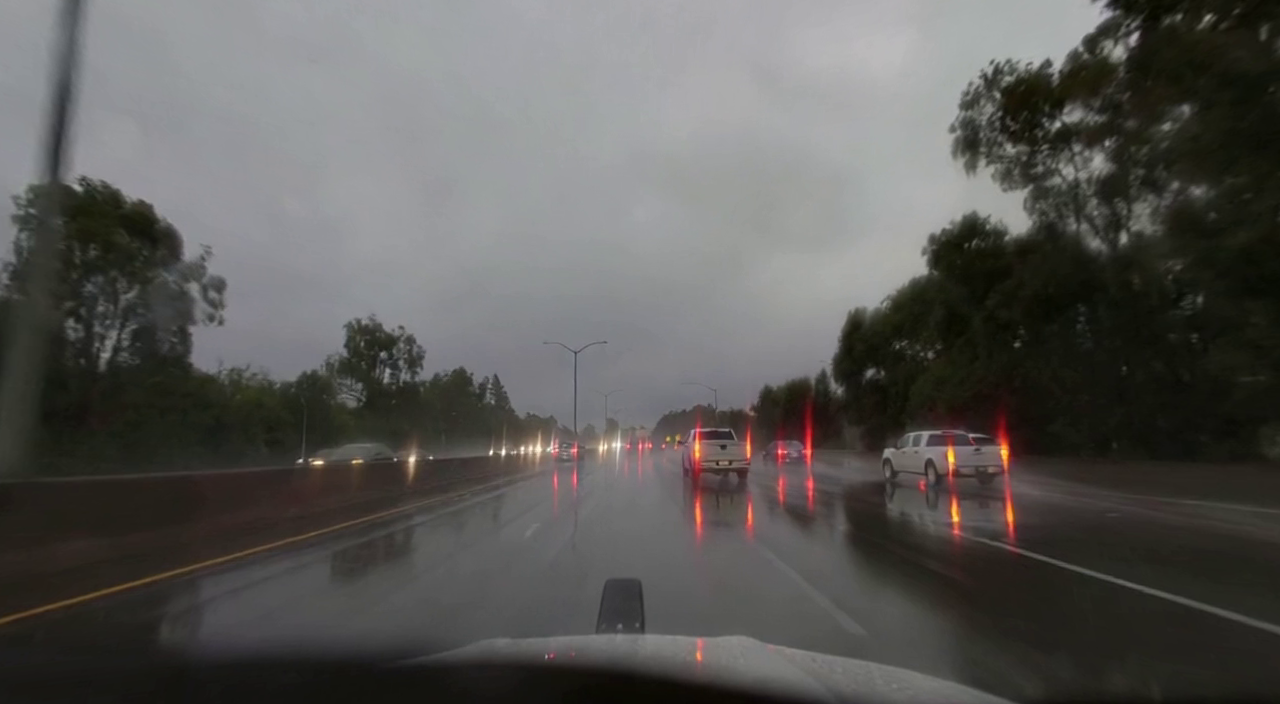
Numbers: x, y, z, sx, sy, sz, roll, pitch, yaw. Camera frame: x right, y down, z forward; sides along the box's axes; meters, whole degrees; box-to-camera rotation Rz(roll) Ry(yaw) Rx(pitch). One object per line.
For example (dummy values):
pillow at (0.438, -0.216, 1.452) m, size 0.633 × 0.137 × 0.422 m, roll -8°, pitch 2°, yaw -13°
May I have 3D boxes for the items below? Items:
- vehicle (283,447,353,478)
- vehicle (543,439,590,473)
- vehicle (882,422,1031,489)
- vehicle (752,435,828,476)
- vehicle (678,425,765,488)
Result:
vehicle at (-15.562, 5.345, 30.727) m, size 1.642 × 1.358 × 3.384 m, roll -1°, pitch -8°, yaw -1°
vehicle at (-3.813, 5.476, 33.441) m, size 1.992 × 1.651 × 4.185 m, roll 0°, pitch -8°, yaw 0°
vehicle at (9.954, 3.299, 20.476) m, size 2.046 × 1.873 × 5.131 m, roll 0°, pitch -8°, yaw -1°
vehicle at (6.552, 4.566, 28.161) m, size 2.105 × 1.655 × 4.652 m, roll 0°, pitch -8°, yaw -1°
vehicle at (2.639, 3.584, 21.938) m, size 2.200 × 1.870 × 5.649 m, roll 0°, pitch -8°, yaw -1°
